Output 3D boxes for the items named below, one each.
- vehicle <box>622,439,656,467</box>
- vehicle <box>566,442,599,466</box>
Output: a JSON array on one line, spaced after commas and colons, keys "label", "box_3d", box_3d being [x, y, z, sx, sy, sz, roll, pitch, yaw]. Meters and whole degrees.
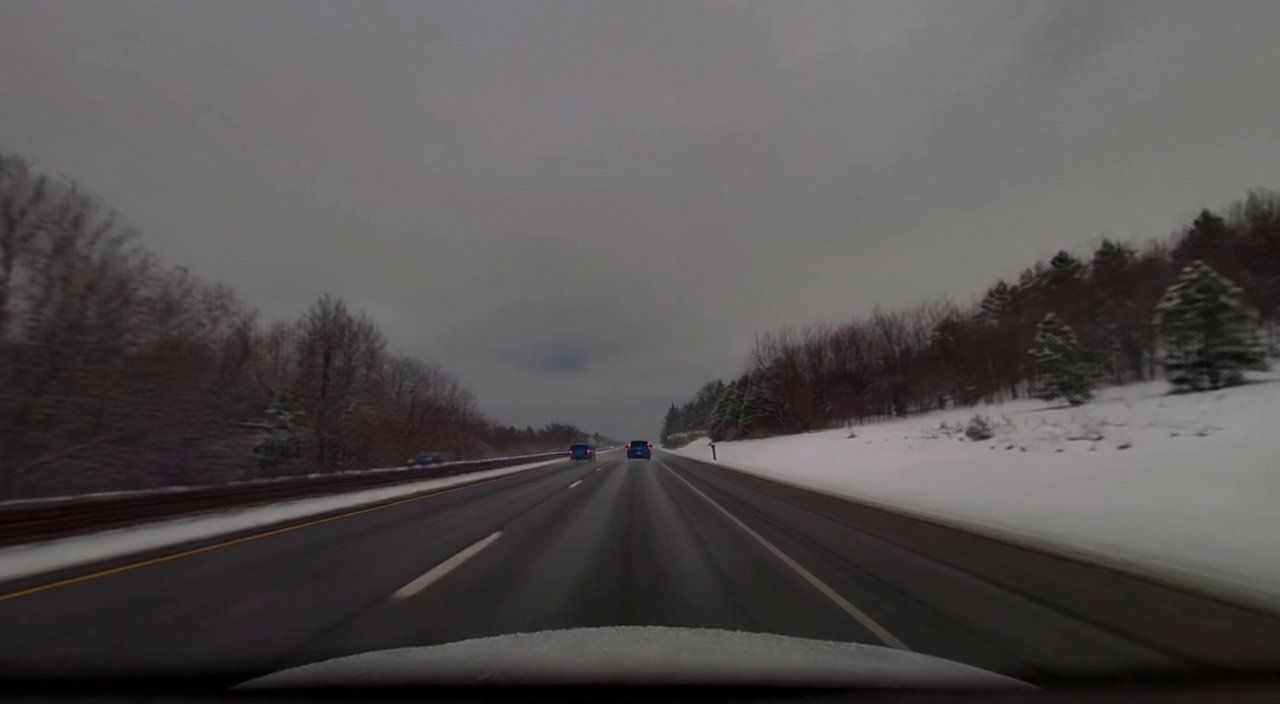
[{"label": "vehicle", "box_3d": [-0.086, 6.746, 42.174, 2.126, 1.786, 3.958, 0, -9, -1]}, {"label": "vehicle", "box_3d": [-4.225, 7.560, 46.834, 2.113, 1.656, 4.215, 0, -9, 0]}]
